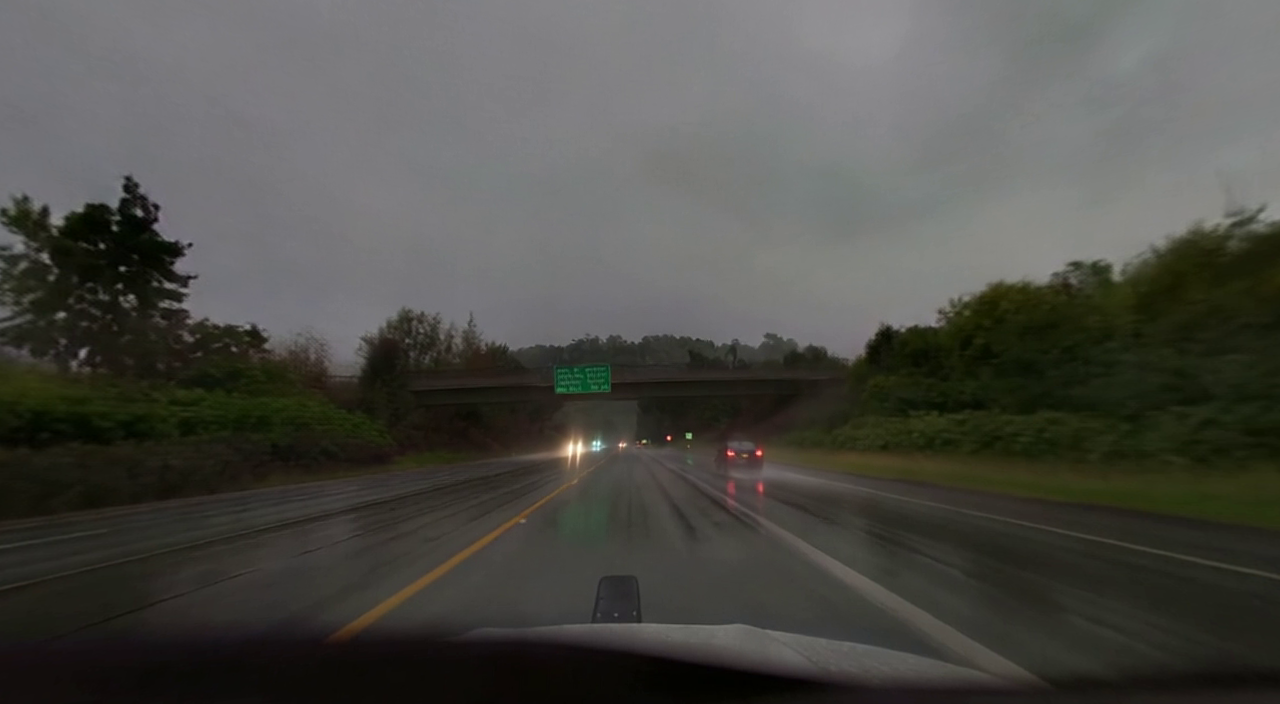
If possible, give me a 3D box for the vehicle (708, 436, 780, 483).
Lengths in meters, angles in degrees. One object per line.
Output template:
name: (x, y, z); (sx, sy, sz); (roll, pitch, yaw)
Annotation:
vehicle: (3.512, 3.694, 21.904); (1.781, 1.470, 3.540); (0, -8, -1)
